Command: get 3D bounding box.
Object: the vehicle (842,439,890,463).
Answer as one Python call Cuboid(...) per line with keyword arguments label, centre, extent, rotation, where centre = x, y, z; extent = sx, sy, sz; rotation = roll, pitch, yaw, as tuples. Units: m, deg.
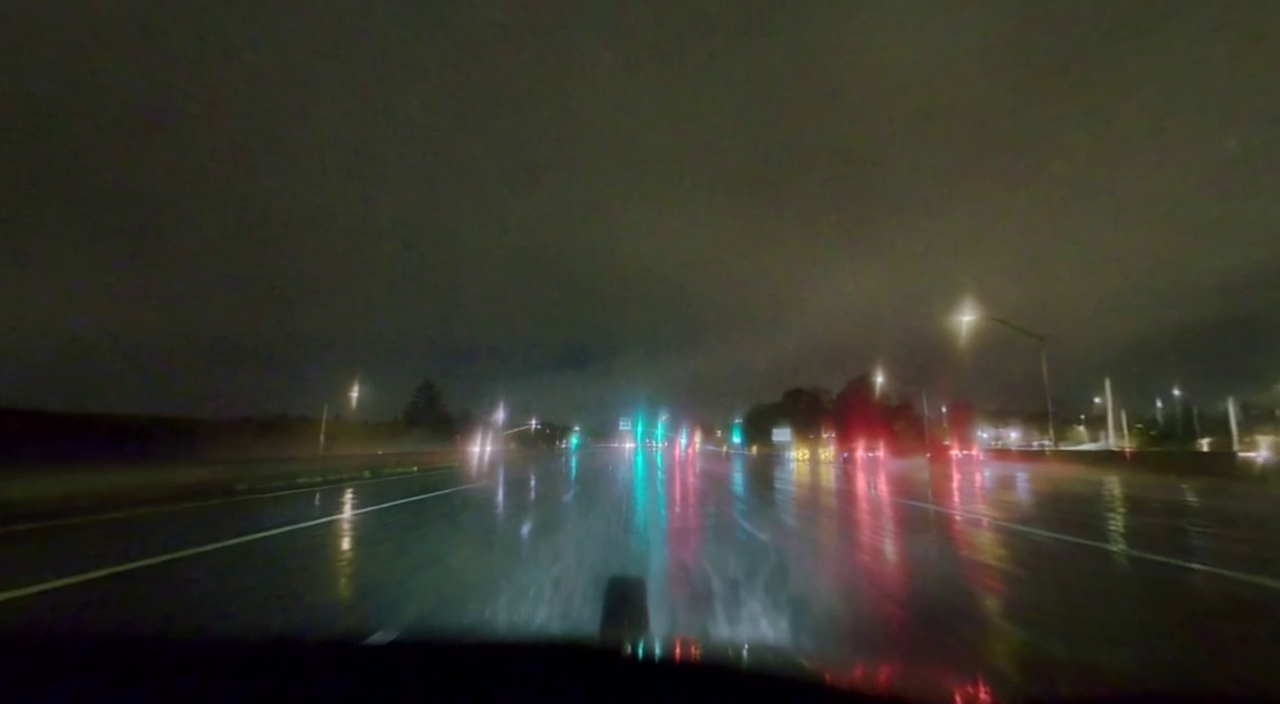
Cuboid(label="vehicle", centre=(16.142, 7.100, 45.294), extent=(2.039, 1.658, 4.457), rotation=(-1, -8, 3))
